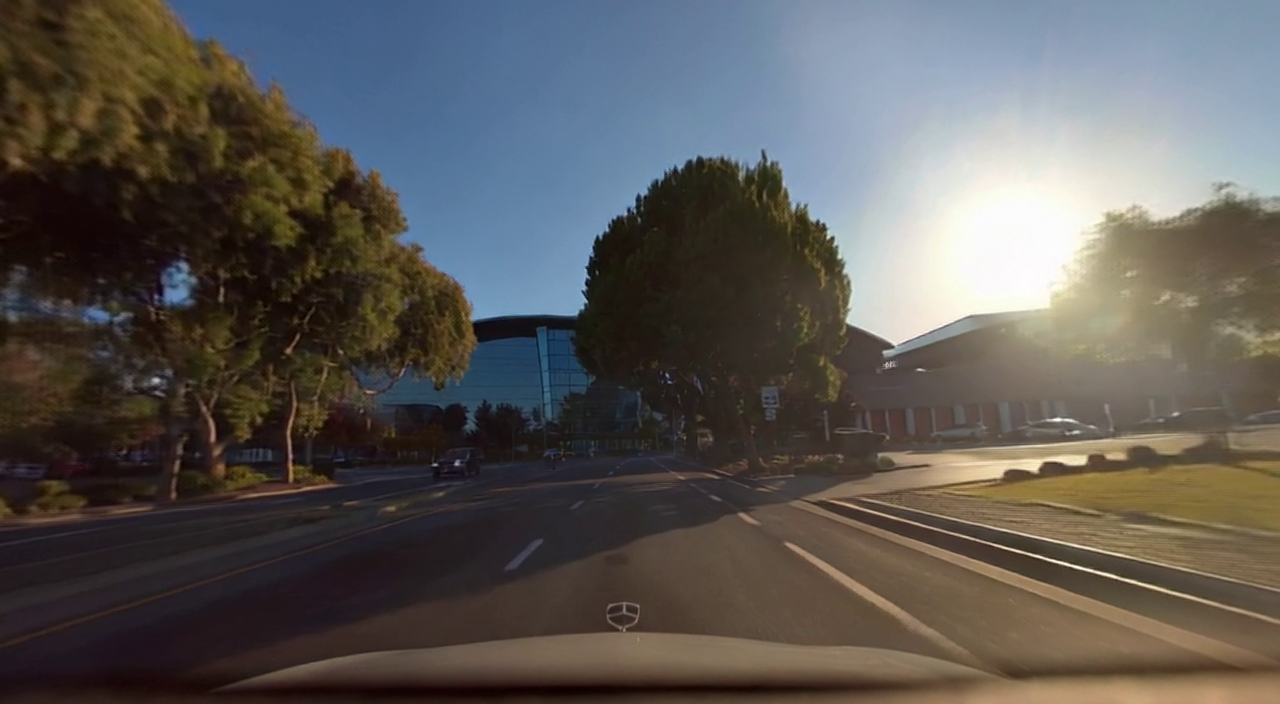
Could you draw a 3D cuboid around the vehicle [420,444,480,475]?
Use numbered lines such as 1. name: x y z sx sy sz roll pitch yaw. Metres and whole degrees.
1. vehicle: -13.560 7.686 45.519 2.505 2.059 5.803 0 -8 0
